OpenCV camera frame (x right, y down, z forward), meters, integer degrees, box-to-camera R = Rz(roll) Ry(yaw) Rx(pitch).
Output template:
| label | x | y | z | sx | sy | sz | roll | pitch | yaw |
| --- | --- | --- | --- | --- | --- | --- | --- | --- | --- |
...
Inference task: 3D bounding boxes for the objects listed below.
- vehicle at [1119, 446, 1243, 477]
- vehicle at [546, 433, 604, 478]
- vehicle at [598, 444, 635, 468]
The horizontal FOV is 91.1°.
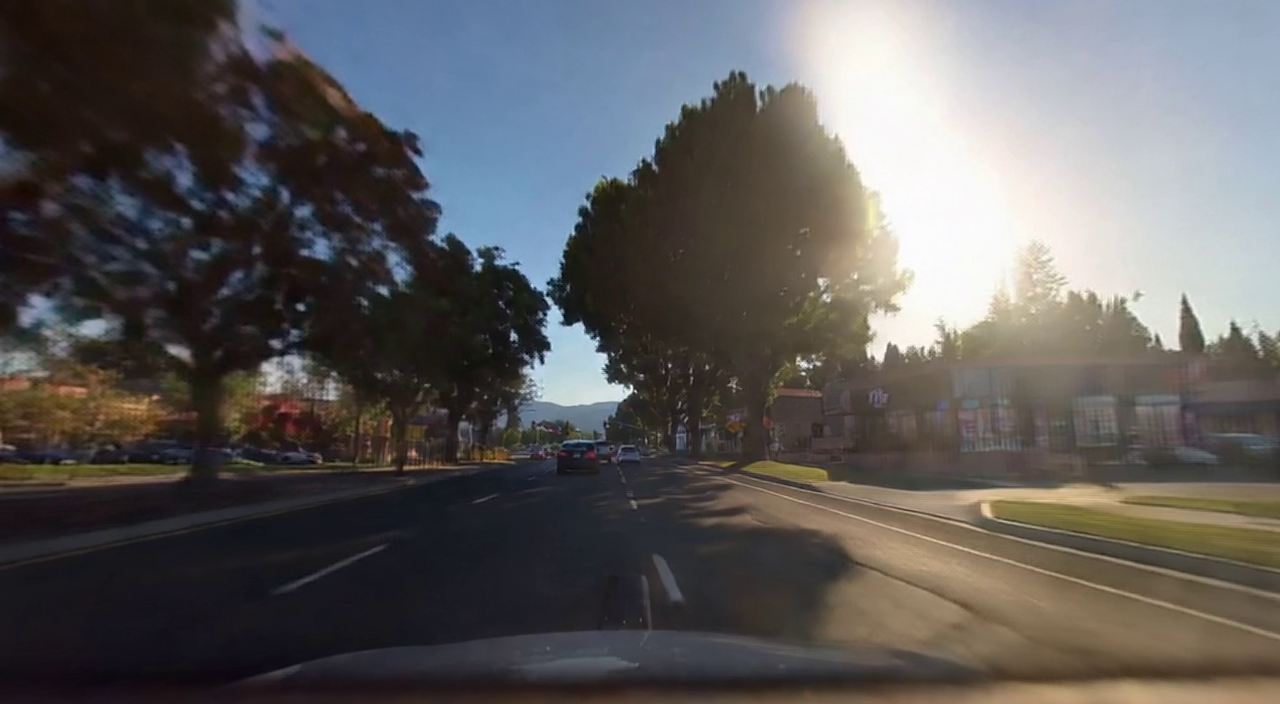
| label | x | y | z | sx | sy | sz | roll | pitch | yaw |
| --- | --- | --- | --- | --- | --- | --- | --- | --- | --- |
| vehicle | 26.256 | 5.311 | 30.570 | 4.375 | 1.400 | 2.017 | 1 | -8 | -6 |
| vehicle | -2.904 | 4.799 | 29.327 | 2.222 | 1.899 | 5.006 | 0 | -8 | 0 |
| vehicle | -1.574 | 6.741 | 40.996 | 2.113 | 1.446 | 4.309 | 1 | -8 | -6 |
